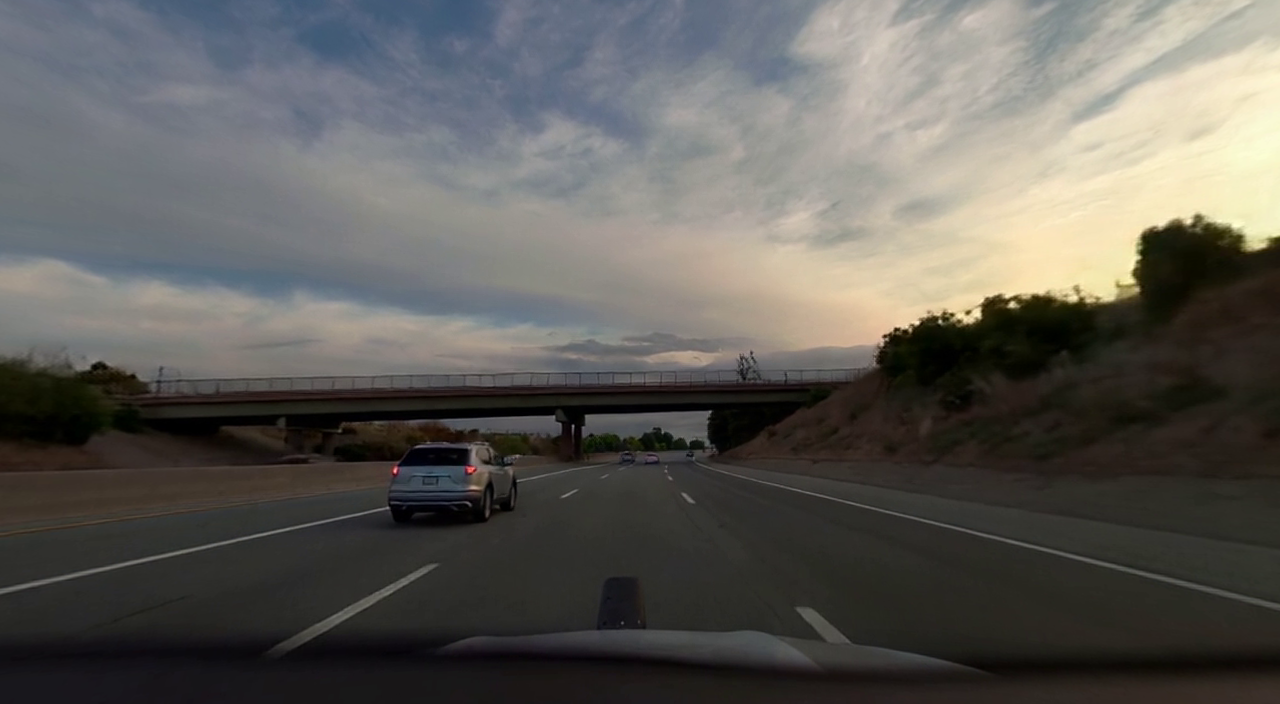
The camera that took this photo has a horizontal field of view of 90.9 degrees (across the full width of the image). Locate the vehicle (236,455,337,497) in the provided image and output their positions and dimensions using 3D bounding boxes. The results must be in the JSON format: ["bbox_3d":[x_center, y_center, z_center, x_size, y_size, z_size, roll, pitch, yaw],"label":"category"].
[{"bbox_3d":[-16.219,5.682,29.280,1.969,1.759,4.607,0,-9,0],"label":"vehicle"}]

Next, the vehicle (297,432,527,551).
[{"bbox_3d":[-3.605,2.328,11.233,2.274,1.628,4.807,0,-9,0],"label":"vehicle"}]
